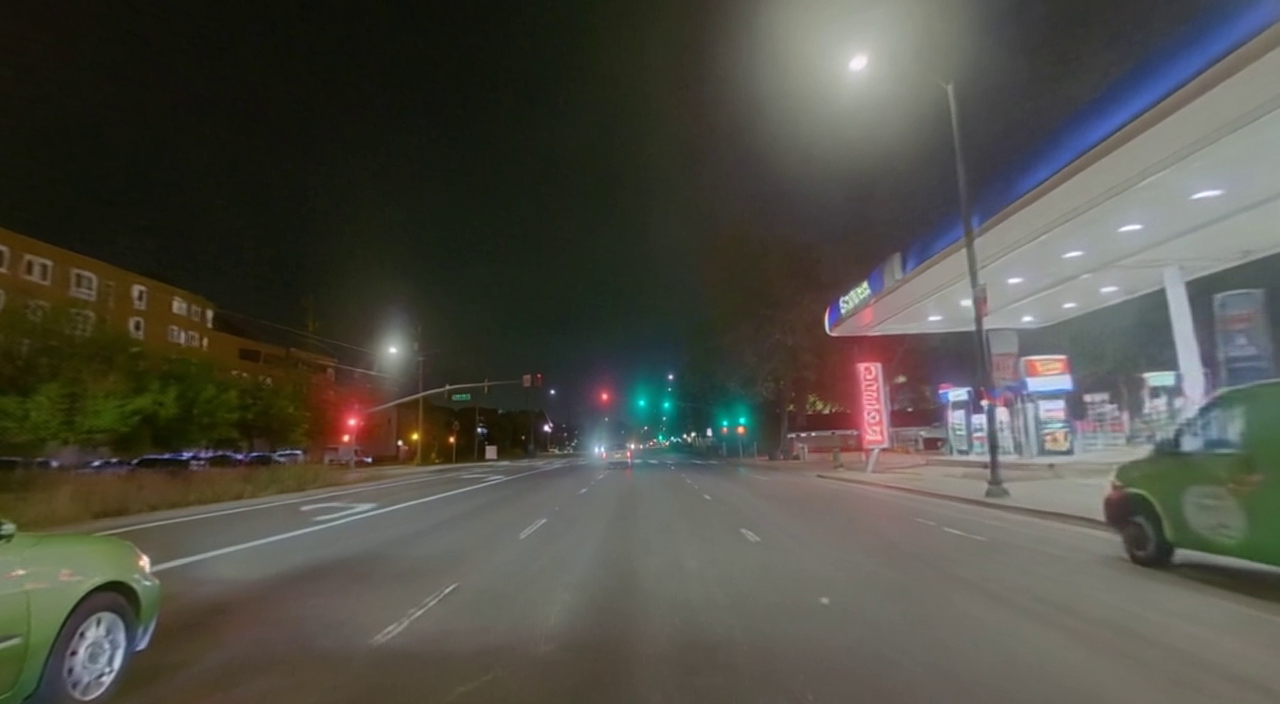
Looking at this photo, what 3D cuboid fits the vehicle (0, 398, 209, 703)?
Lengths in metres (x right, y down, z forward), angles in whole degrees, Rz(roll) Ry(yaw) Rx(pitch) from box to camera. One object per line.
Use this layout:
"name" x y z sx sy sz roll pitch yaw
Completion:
"vehicle" -3.462 0.758 1.309 2.018 1.470 4.346 0 -8 0

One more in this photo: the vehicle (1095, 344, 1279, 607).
"vehicle" 7.105 0.936 4.531 2.764 2.327 6.492 0 -8 0

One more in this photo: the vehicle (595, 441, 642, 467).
"vehicle" -1.203 6.181 38.339 2.082 1.460 4.442 -1 -9 8
